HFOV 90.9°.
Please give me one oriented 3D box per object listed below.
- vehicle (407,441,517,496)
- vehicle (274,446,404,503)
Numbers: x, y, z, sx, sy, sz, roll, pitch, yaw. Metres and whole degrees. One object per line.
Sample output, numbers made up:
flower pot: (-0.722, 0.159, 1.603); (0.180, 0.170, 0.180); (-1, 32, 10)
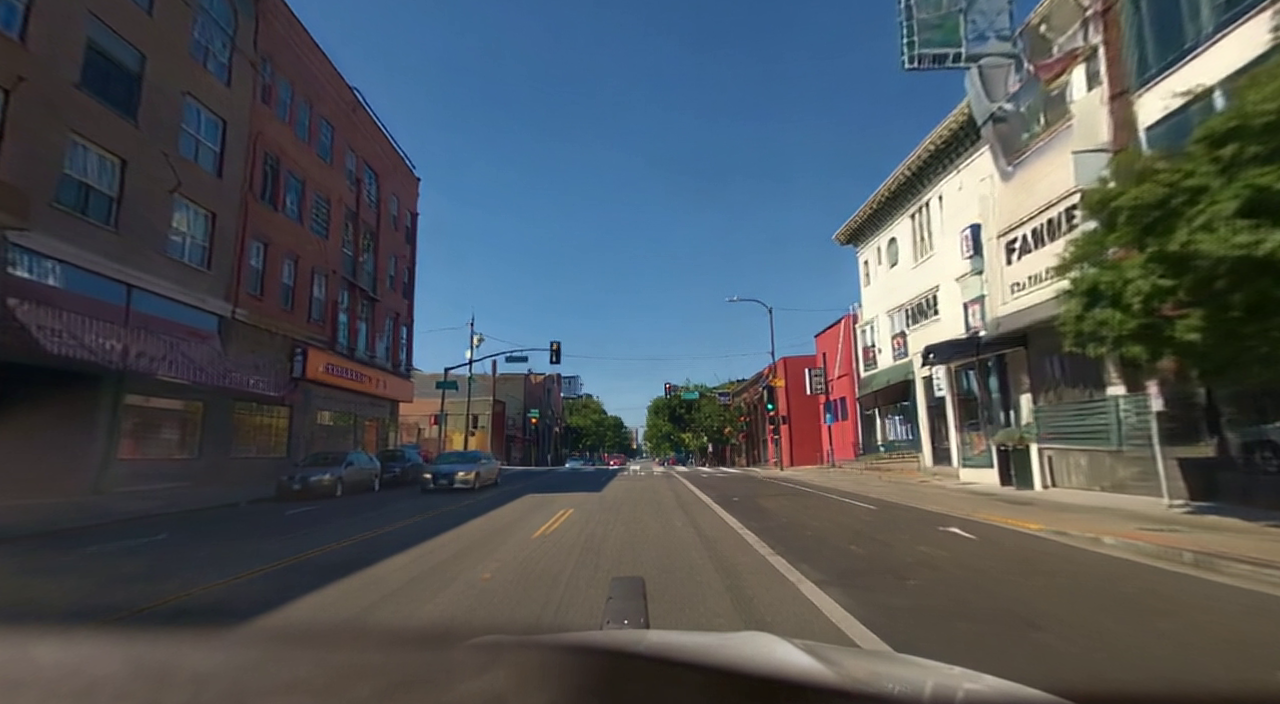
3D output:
vehicle: (-5.341, 3.527, 19.578); (1.984, 1.489, 4.515); (0, -8, 2)
vehicle: (-9.194, 3.736, 19.756); (1.908, 1.529, 4.522); (0, -8, -1)
